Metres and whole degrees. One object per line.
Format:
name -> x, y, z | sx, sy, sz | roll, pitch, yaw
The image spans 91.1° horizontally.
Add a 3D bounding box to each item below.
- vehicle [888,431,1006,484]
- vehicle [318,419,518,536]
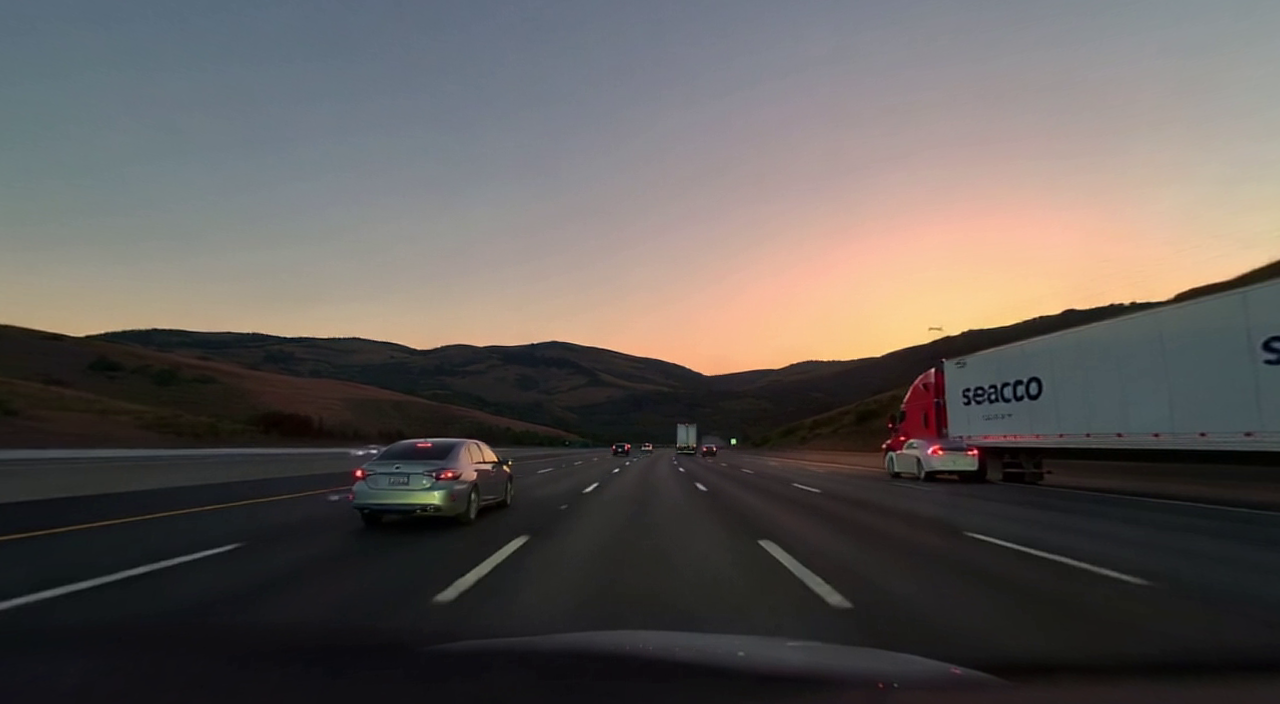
vehicle -> 11.188, 3.886, 23.350 | 2.062, 1.736, 4.589 | 0, -8, 0
vehicle -> -3.504, 2.055, 10.809 | 1.967, 1.615, 3.886 | 0, -8, 1
